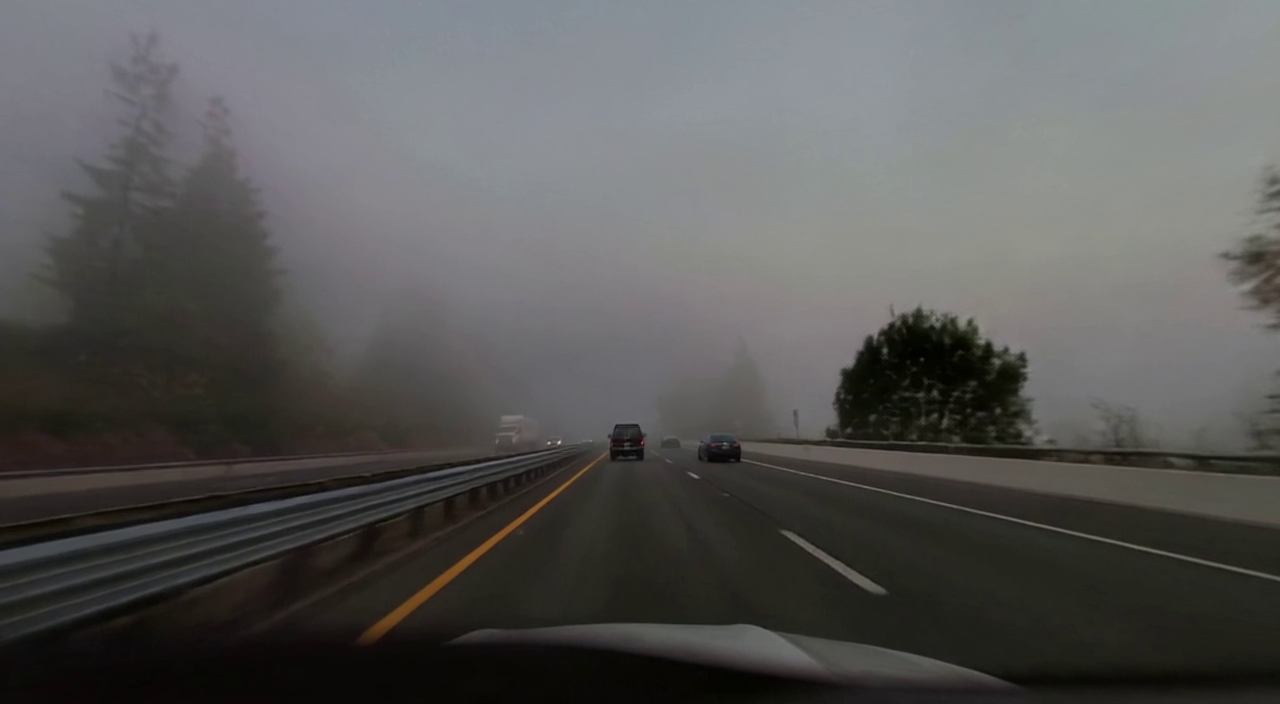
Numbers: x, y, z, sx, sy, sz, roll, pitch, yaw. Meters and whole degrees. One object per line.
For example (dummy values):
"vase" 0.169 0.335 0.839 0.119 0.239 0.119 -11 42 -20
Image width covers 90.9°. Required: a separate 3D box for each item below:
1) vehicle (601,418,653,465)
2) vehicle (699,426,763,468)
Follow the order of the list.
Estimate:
"vehicle" -0.640 4.235 29.864 2.270 2.044 4.633 0 -8 -2
"vehicle" 3.756 3.980 26.660 1.981 1.606 3.956 0 -8 -2
